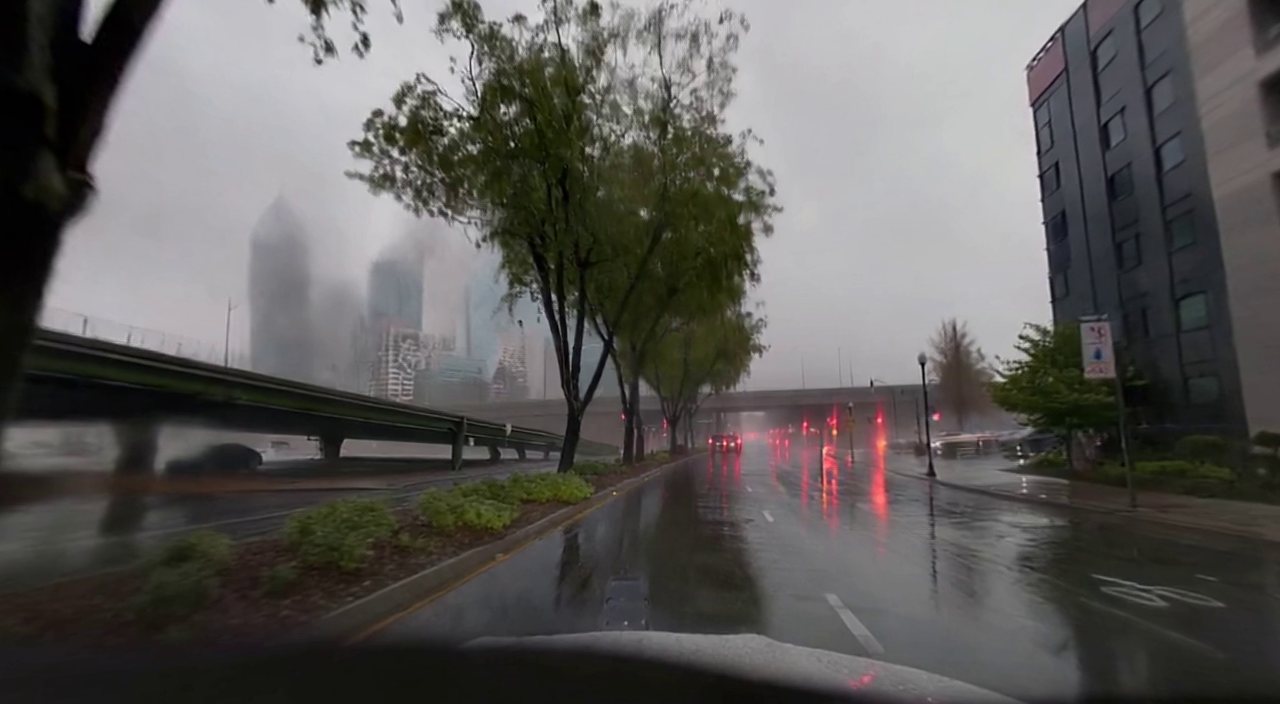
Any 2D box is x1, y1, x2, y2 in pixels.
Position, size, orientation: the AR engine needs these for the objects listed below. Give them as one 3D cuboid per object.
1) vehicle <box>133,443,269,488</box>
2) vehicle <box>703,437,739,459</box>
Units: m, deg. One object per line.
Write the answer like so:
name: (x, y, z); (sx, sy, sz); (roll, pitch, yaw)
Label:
vehicle: (-18.846, 4.864, 27.178); (4.562, 1.464, 2.090); (-5, -6, 5)
vehicle: (5.919, 6.967, 45.835); (2.280, 1.475, 4.051); (-2, -9, 12)
